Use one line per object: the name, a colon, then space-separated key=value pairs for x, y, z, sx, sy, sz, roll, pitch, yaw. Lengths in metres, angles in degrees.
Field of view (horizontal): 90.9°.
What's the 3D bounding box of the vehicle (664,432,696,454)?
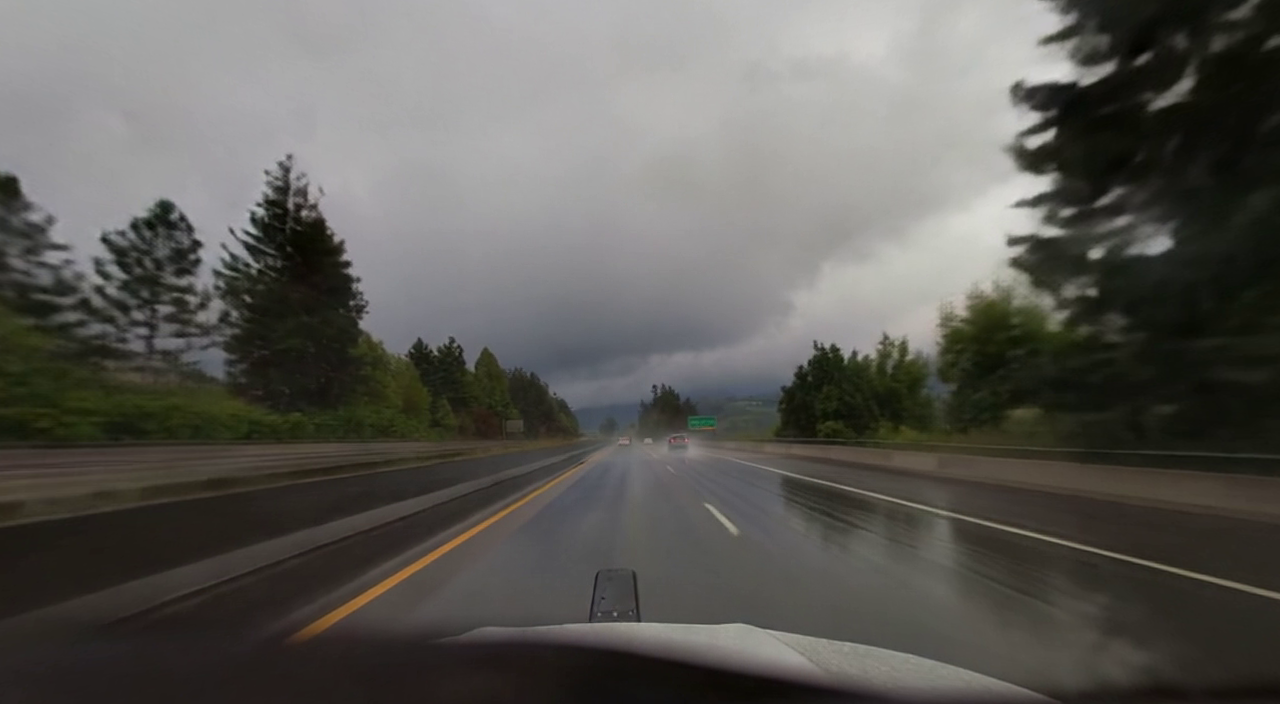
vehicle: x=3.087 y=7.159 z=49.882 sx=2.085 sy=1.681 sz=4.436 roll=0 pitch=-7 yaw=-2
